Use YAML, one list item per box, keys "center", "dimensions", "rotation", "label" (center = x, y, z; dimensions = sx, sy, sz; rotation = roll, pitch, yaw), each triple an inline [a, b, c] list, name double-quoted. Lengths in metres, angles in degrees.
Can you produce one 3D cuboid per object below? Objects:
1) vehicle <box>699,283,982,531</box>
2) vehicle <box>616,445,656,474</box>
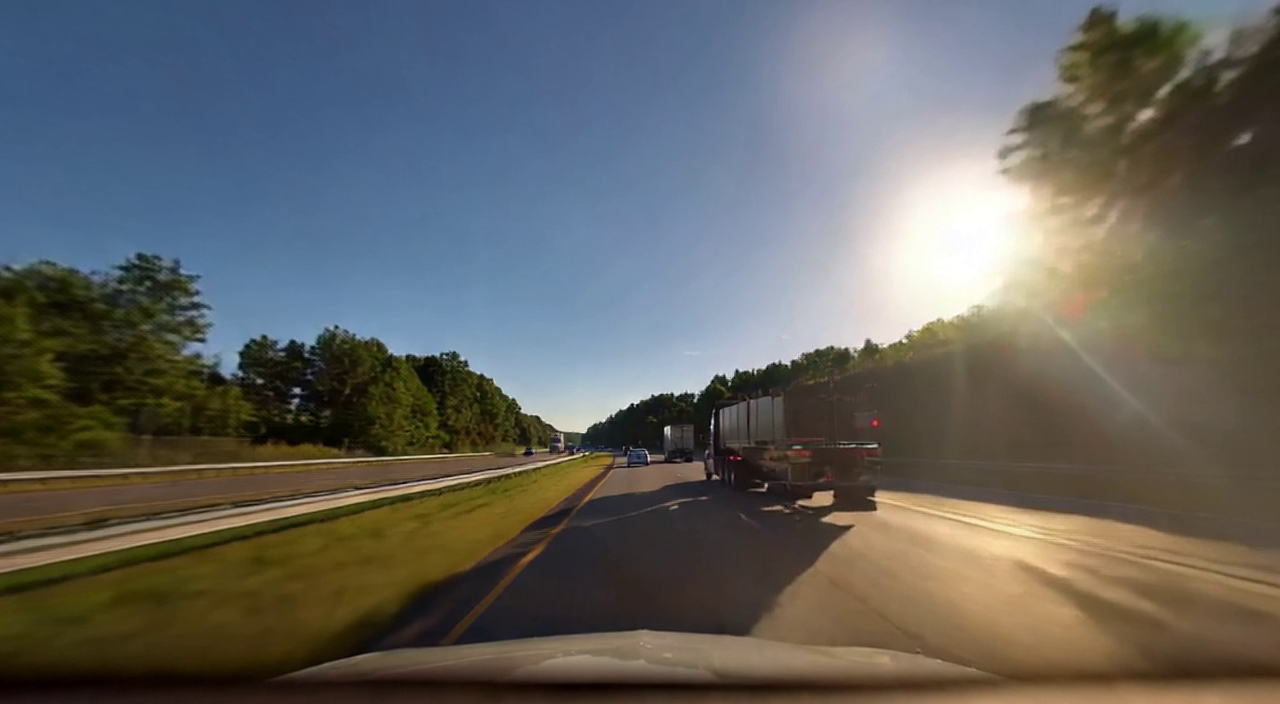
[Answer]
- center: [3.916, 1.973, 17.551]
  dimensions: [2.883, 4.057, 14.579]
  rotation: [0, -9, -1]
  label: "vehicle"
- center: [-0.251, 5.962, 35.138]
  dimensions: [2.051, 1.513, 4.511]
  rotation: [0, -9, -1]
  label: "vehicle"
